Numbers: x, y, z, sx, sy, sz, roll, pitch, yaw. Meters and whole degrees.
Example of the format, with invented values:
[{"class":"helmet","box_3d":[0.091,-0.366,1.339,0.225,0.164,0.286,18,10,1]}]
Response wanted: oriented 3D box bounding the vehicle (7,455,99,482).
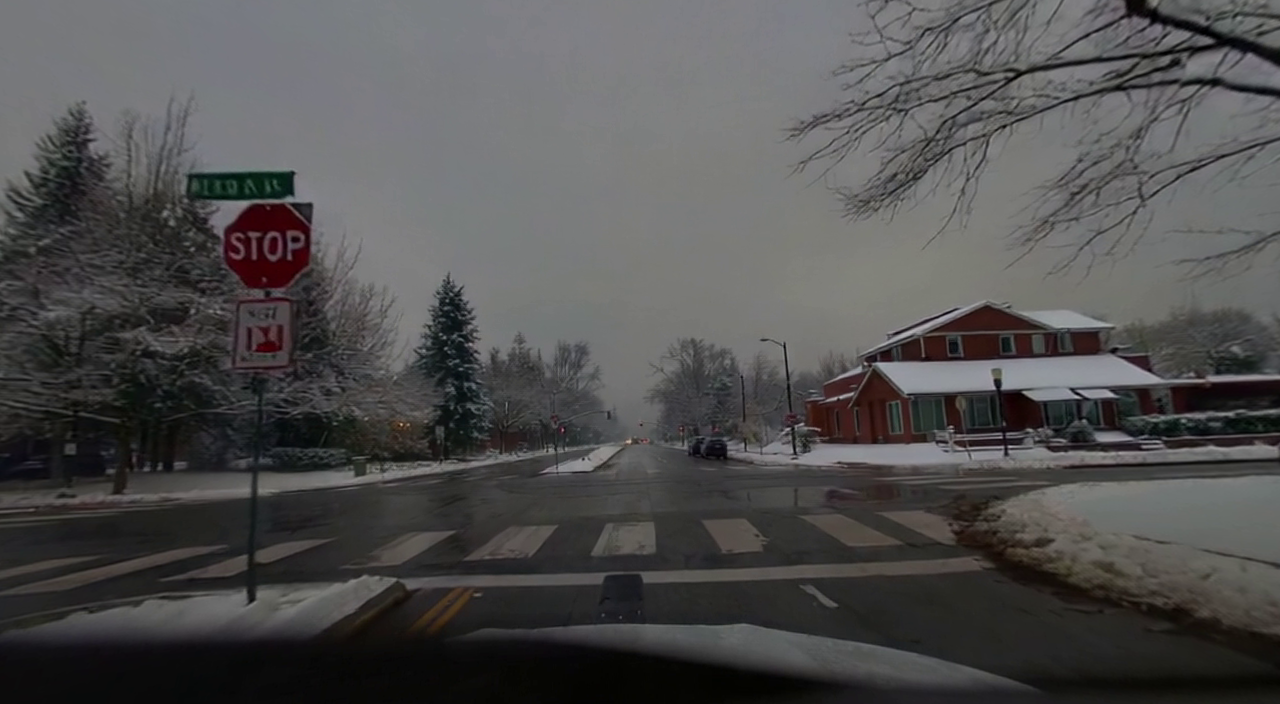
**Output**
[{"class":"vehicle","box_3d":[-37.015,7.311,39.983,1.871,1.523,4.028,0,-8,0]}]
